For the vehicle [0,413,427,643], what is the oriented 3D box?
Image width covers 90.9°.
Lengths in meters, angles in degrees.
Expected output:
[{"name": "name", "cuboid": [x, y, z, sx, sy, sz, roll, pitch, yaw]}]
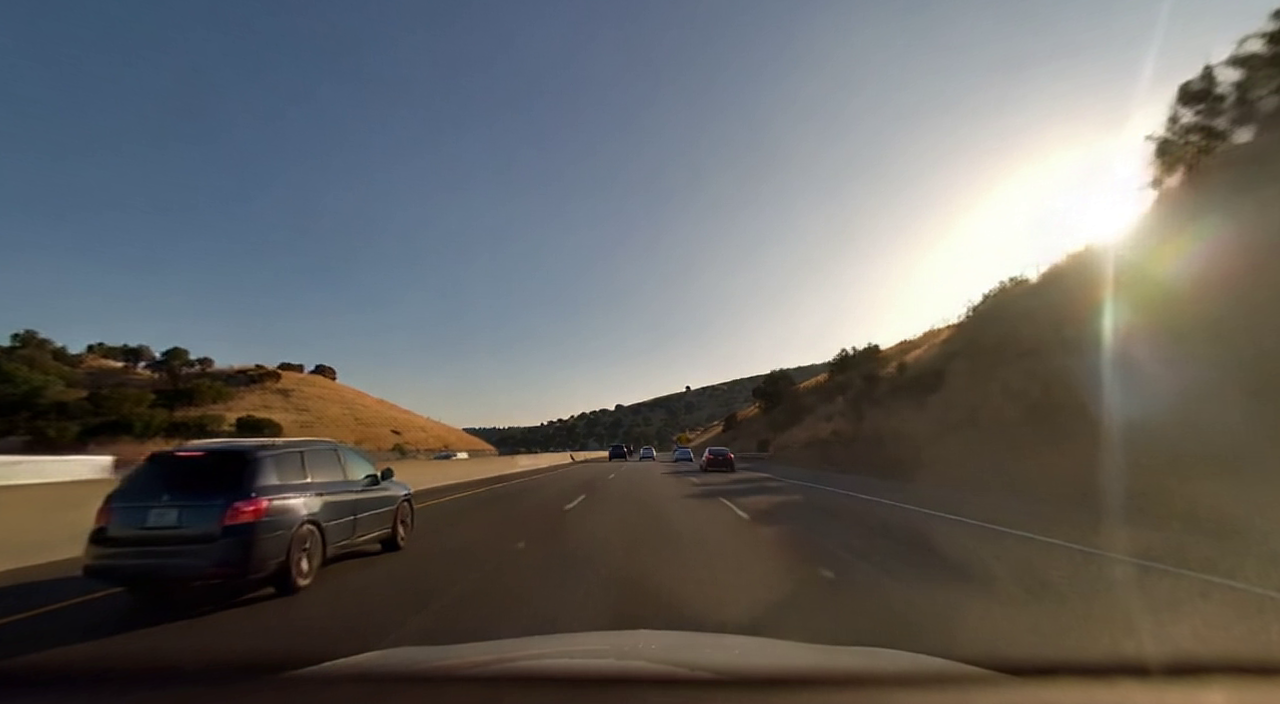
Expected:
[{"name": "vehicle", "cuboid": [-3.791, 1.459, 6.266, 1.910, 1.521, 3.930, 0, -8, 1]}]

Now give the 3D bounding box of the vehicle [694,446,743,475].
[{"name": "vehicle", "cuboid": [3.911, 5.447, 31.976, 1.976, 1.352, 3.602, 0, -8, -1]}]
